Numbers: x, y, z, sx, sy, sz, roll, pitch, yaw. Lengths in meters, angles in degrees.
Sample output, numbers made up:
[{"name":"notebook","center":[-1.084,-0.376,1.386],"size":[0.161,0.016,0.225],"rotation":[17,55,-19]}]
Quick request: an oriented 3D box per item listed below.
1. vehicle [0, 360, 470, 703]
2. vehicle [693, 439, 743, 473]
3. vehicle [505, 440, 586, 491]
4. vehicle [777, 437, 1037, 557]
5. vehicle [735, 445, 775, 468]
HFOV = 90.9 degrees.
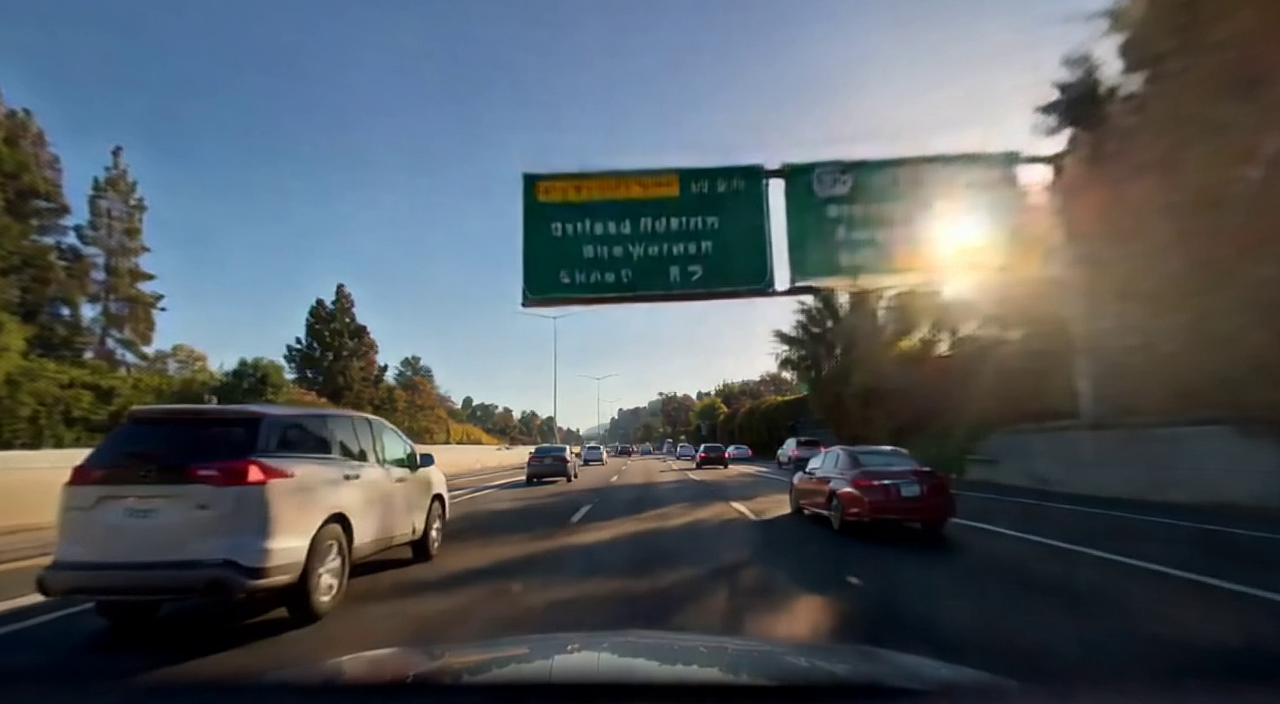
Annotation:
[{"name":"vehicle","center":[-3.255,1.264,5.585],"size":[2.139,1.764,4.707],"rotation":[0,-8,0]},{"name":"vehicle","center":[4.340,5.876,35.929],"size":[2.144,1.752,4.765],"rotation":[0,-8,-1]},{"name":"vehicle","center":[-3.192,3.939,22.343],"size":[1.974,1.589,5.047],"rotation":[0,-8,1]},{"name":"vehicle","center":[3.841,2.154,10.277],"size":[2.040,1.461,4.822],"rotation":[0,-8,-1]},{"name":"vehicle","center":[7.983,7.291,44.153],"size":[1.904,1.473,4.598],"rotation":[0,-8,-1]}]
